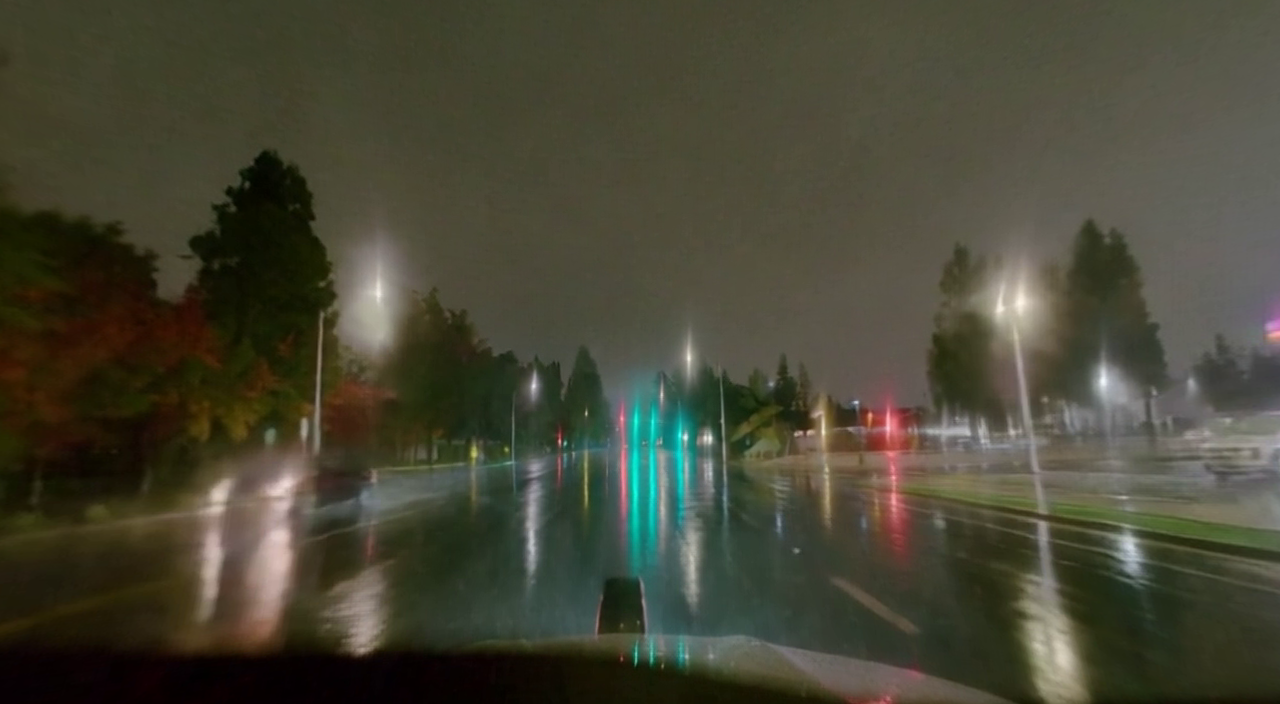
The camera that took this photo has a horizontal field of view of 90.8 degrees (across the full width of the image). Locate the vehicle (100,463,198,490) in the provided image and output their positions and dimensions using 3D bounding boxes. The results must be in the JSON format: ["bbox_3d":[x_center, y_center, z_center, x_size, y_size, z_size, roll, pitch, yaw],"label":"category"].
[{"bbox_3d":[-29.028,7.362,37.449,4.279,1.437,1.872,-1,-8,3],"label":"vehicle"}]

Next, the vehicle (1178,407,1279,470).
[{"bbox_3d":[16.541,2.143,15.696,4.506,1.461,1.955,0,-8,-1],"label":"vehicle"}]

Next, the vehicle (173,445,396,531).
[{"bbox_3d":[-7.190,2.749,13.499,2.079,1.489,4.515,0,-8,1],"label":"vehicle"}]
